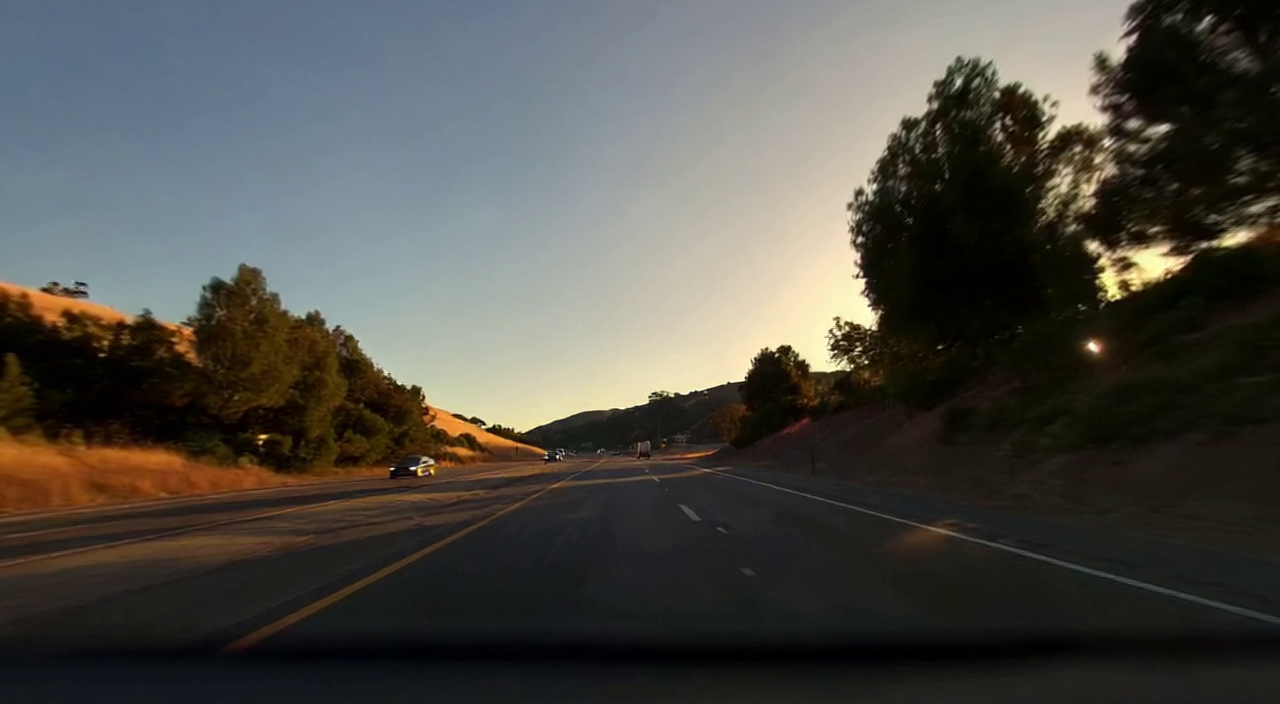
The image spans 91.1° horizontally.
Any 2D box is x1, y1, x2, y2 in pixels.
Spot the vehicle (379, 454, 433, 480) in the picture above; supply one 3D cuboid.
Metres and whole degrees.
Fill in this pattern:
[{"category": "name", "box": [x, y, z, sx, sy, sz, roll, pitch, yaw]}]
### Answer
[{"category": "vehicle", "box": [-14.655, 7.198, 39.579, 1.847, 1.466, 4.029, 0, -9, -1]}]
